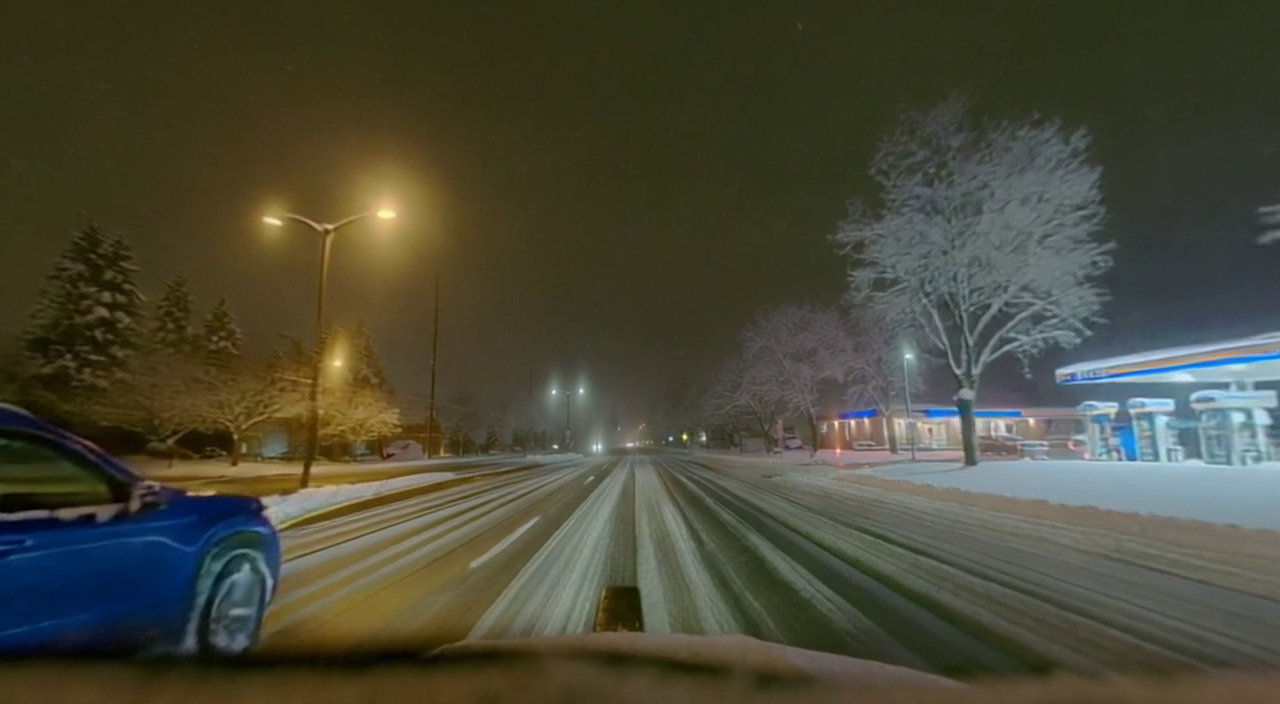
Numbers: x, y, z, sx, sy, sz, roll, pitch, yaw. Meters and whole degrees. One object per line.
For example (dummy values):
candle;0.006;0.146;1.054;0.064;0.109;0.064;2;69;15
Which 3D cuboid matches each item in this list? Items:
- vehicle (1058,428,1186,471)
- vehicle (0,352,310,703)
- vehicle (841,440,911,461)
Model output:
vehicle;23.237;4.700;30.667;2.302;1.795;4.724;-2;-8;-3
vehicle;-3.391;0.801;2.090;2.039;1.656;4.710;0;-9;0
vehicle;17.983;7.553;48.129;4.671;1.466;1.937;0;-10;5
